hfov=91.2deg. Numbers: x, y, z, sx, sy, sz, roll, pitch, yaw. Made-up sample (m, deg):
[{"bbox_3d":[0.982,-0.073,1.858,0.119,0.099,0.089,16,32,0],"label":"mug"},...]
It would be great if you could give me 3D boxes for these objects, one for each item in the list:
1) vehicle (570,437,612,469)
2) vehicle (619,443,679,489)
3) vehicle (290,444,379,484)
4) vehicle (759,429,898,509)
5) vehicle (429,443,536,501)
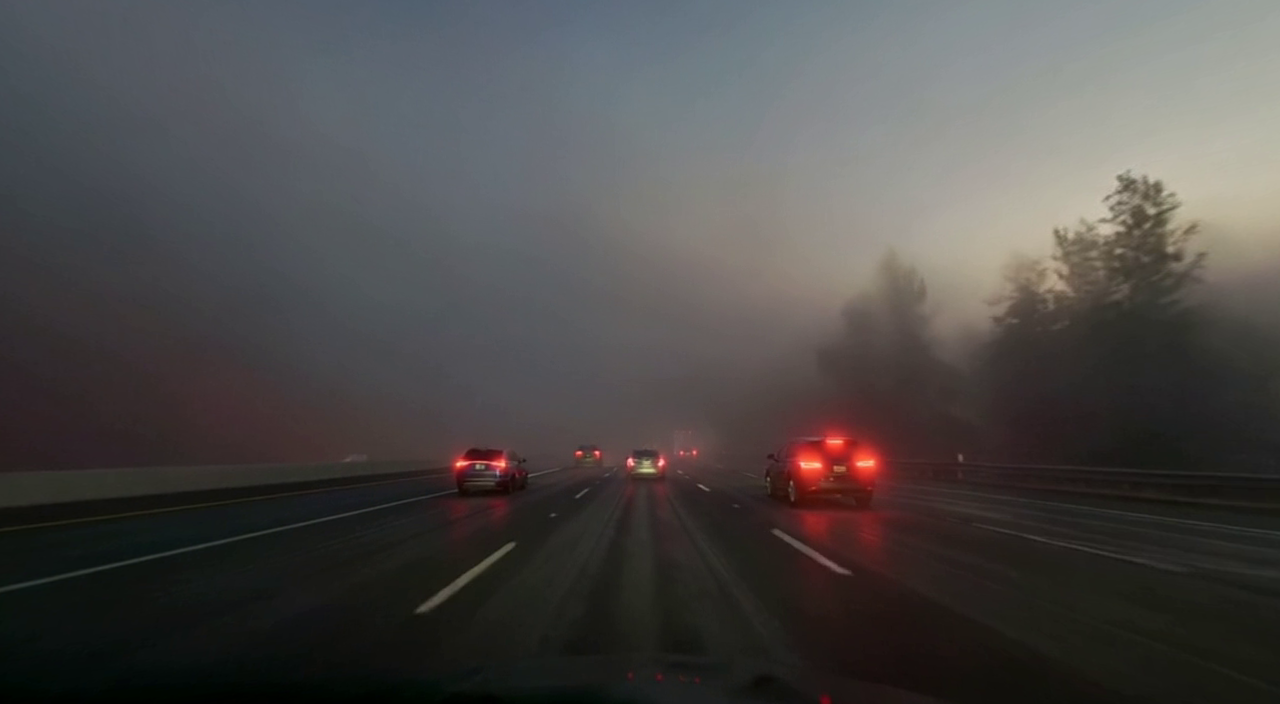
[{"bbox_3d":[-3.197,6.745,41.780,2.230,1.973,4.403,-1,-9,2],"label":"vehicle"},{"bbox_3d":[0.310,4.213,23.502,2.015,1.526,4.286,0,-9,0],"label":"vehicle"},{"bbox_3d":[-16.056,5.898,33.312,2.126,1.959,4.926,-1,-9,1],"label":"vehicle"},{"bbox_3d":[4.337,2.777,15.235,2.018,1.639,4.149,0,-9,-1],"label":"vehicle"},{"bbox_3d":[-4.481,3.484,18.589,1.967,1.473,4.439,0,-9,1],"label":"vehicle"}]
